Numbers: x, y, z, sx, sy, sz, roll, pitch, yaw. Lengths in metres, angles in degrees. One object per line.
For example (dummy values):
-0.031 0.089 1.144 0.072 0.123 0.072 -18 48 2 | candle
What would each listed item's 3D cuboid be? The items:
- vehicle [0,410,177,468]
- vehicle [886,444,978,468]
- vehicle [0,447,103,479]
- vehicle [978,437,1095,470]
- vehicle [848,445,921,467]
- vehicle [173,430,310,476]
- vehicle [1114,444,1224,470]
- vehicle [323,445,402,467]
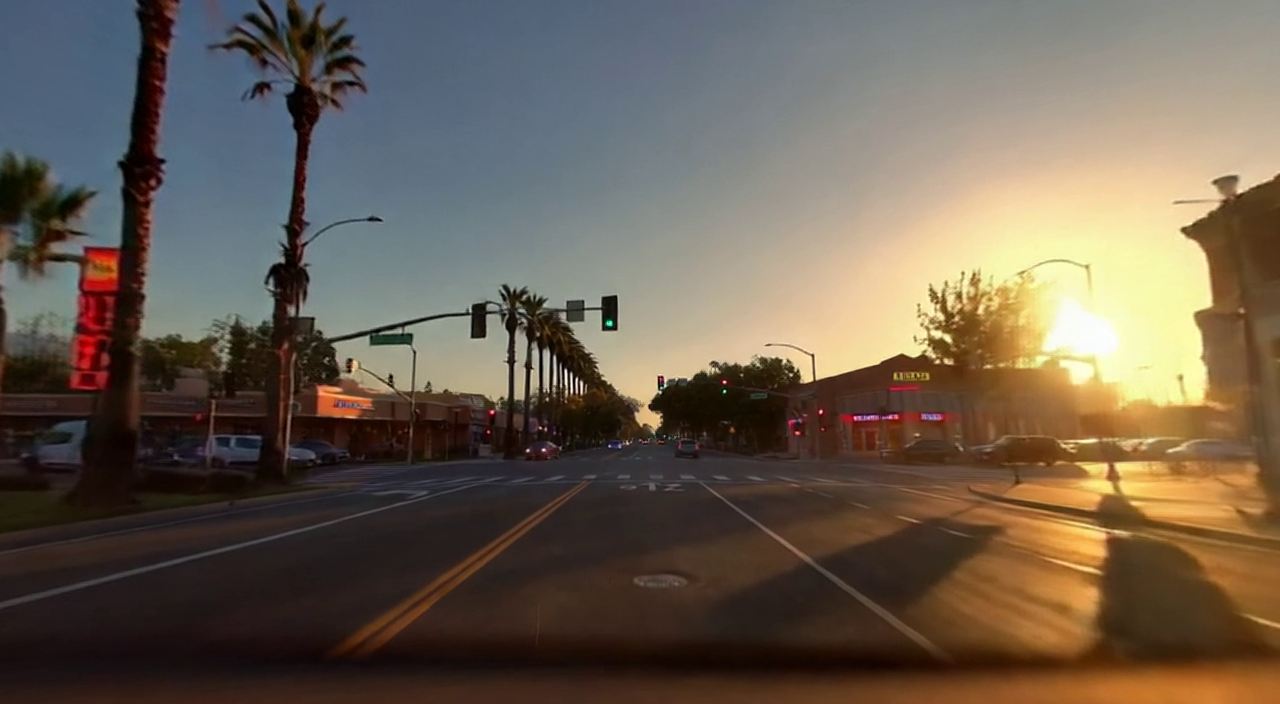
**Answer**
-35.480 5.199 37.802 12.726 3.308 3.114 0 -7 0 | vehicle
18.895 6.719 40.832 4.977 1.508 1.948 0 -9 0 | vehicle
-28.787 5.251 29.997 4.538 1.446 2.028 0 -8 1 | vehicle
23.362 5.983 37.218 5.509 1.873 2.123 0 -9 -2 | vehicle
17.484 7.442 45.119 4.451 1.494 1.857 0 -9 3 | vehicle
-18.849 4.788 29.981 4.901 2.064 2.296 0 -8 0 | vehicle
31.365 6.205 37.391 4.701 1.463 1.989 0 -9 -1 | vehicle
-19.339 7.274 44.063 4.791 1.487 2.002 2 -9 -15 | vehicle
